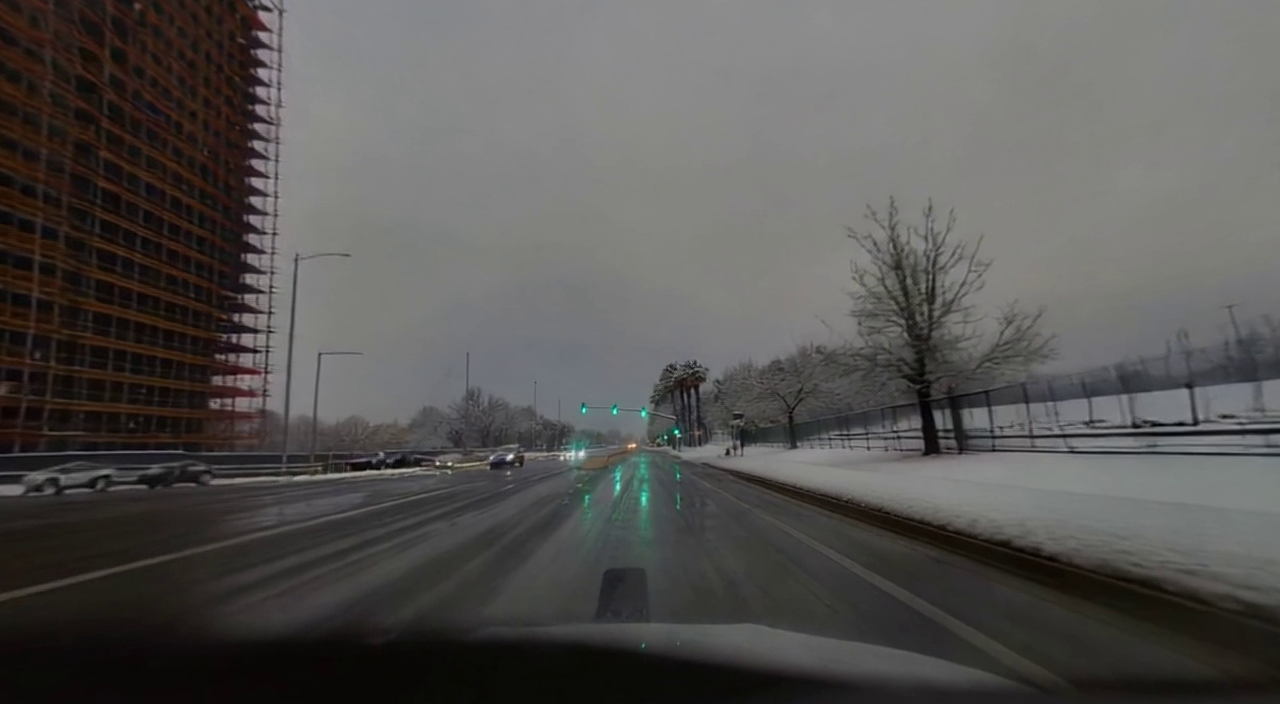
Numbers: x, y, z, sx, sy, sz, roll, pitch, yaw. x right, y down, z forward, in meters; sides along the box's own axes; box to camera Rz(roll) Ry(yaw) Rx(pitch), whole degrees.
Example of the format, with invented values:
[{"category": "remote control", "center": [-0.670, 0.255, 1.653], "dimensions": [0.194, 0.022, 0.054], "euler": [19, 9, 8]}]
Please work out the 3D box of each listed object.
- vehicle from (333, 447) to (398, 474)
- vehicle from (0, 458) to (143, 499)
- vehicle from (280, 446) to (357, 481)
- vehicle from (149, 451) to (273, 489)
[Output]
[{"category": "vehicle", "center": [-19.354, 7.677, 44.785], "dimensions": [2.378, 1.783, 4.912], "euler": [0, -9, 0]}, {"category": "vehicle", "center": [-24.568, 5.371, 27.077], "dimensions": [1.790, 1.484, 4.651], "euler": [-7, -11, 40]}, {"category": "vehicle", "center": [-19.352, 6.710, 38.225], "dimensions": [2.105, 1.805, 4.641], "euler": [-3, -8, 2]}, {"category": "vehicle", "center": [-21.204, 5.779, 31.377], "dimensions": [2.050, 1.686, 4.593], "euler": [-4, -9, 25]}]
